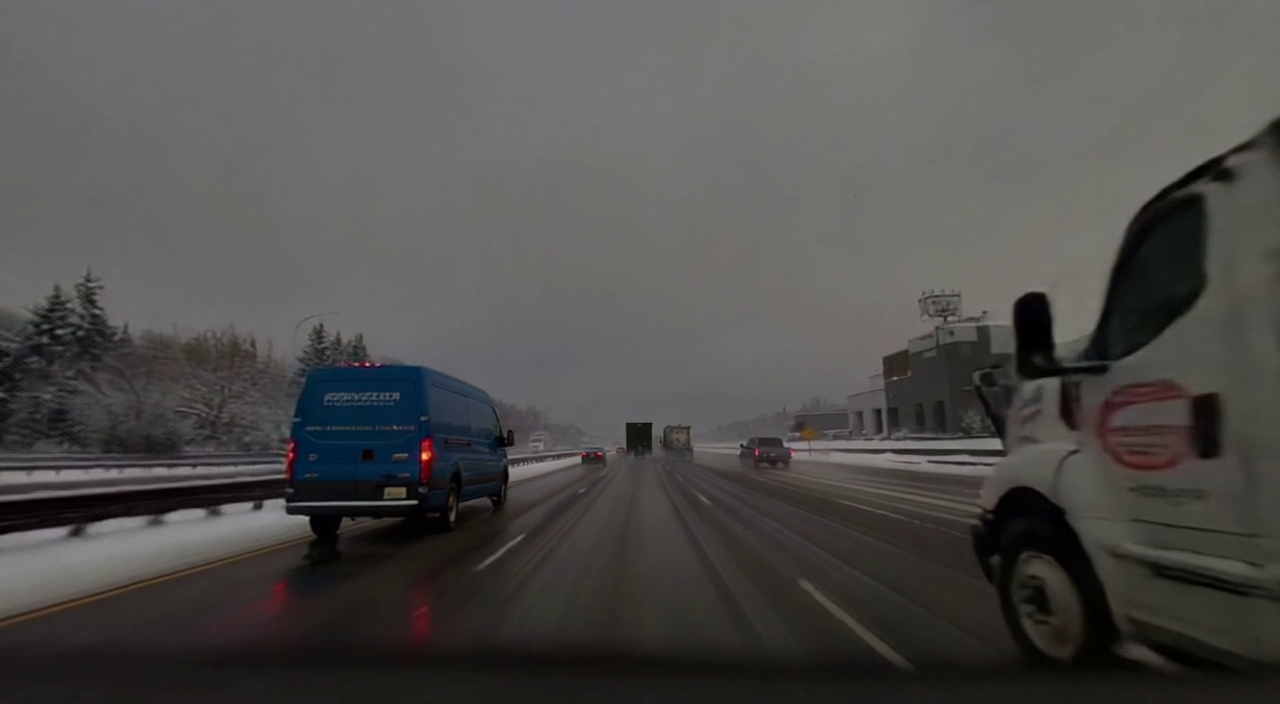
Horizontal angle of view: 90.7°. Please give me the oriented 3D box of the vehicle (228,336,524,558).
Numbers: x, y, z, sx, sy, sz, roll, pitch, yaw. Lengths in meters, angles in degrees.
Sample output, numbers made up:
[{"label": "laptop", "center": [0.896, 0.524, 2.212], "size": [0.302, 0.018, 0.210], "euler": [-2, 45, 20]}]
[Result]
[{"label": "vehicle", "center": [-4.017, 1.705, 11.603], "size": [2.557, 2.855, 6.674], "euler": [0, -9, 0]}]

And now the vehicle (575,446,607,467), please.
[{"label": "vehicle", "center": [-3.626, 7.781, 47.477], "size": [2.024, 1.472, 4.014], "euler": [0, -9, 0]}]

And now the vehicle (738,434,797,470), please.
[{"label": "vehicle", "center": [7.228, 5.743, 36.487], "size": [2.216, 1.918, 5.742], "euler": [0, -9, 0]}]

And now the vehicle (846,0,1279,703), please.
[{"label": "vehicle", "center": [3.620, -0.156, 2.660], "size": [3.011, 3.900, 6.798], "euler": [0, -9, -1]}]
